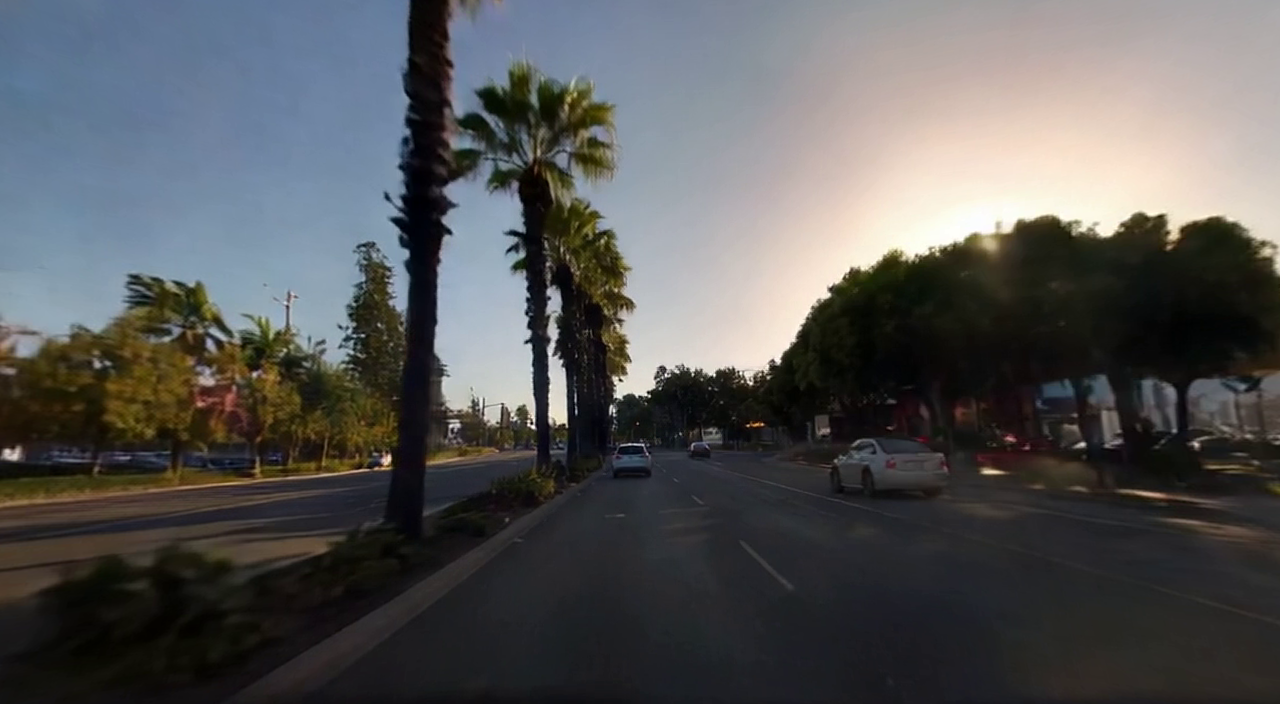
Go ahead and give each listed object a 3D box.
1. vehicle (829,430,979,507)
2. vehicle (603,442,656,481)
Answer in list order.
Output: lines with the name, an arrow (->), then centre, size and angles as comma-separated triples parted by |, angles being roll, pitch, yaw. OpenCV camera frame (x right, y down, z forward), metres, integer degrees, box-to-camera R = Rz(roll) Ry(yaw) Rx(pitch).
vehicle -> 6.350, 2.826, 15.713 | 1.949, 1.647, 3.894 | 0, -8, -2
vehicle -> -0.401, 4.354, 25.300 | 1.970, 1.402, 3.756 | 0, -8, -1
